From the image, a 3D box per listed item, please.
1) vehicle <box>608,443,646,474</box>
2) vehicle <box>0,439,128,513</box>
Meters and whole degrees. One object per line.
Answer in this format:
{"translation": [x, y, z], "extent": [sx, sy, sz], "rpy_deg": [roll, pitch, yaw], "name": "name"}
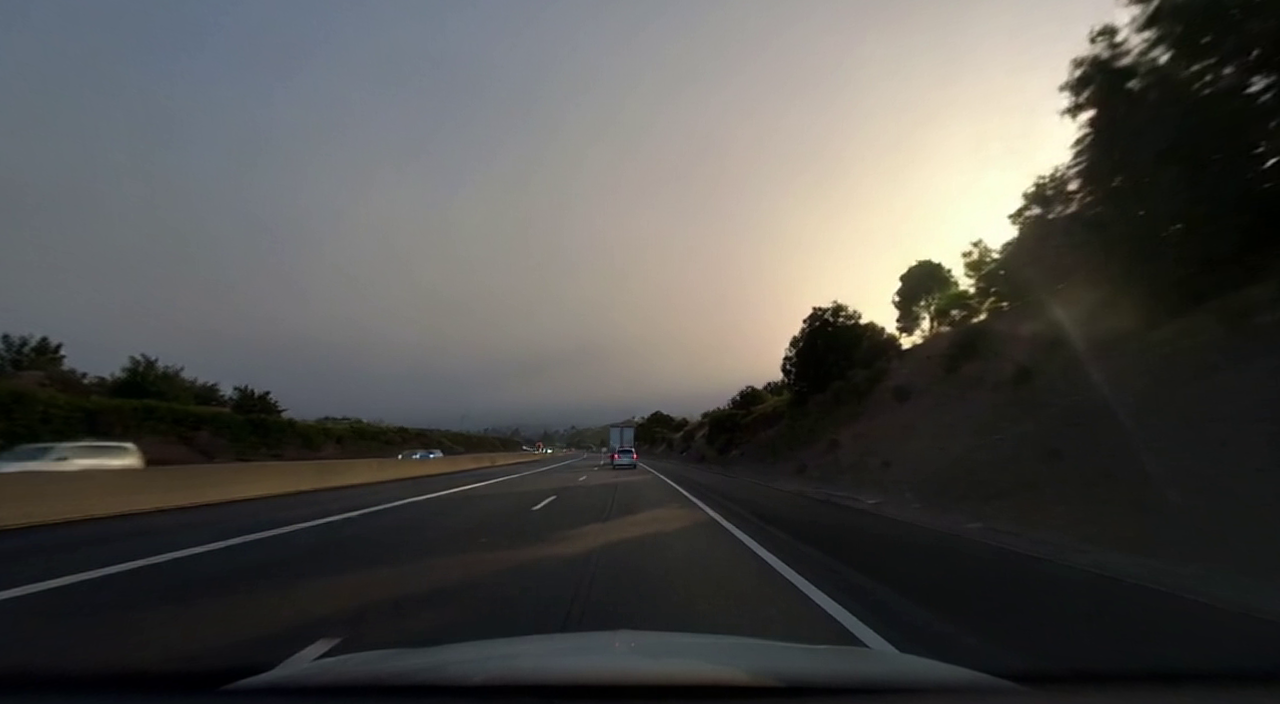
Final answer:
{"translation": [-0.791, 6.516, 38.502], "extent": [2.230, 1.715, 4.243], "rpy_deg": [0, -9, -1], "name": "vehicle"}
{"translation": [-14.136, 2.673, 13.687], "extent": [1.869, 1.513, 4.740], "rpy_deg": [0, -9, 0], "name": "vehicle"}
